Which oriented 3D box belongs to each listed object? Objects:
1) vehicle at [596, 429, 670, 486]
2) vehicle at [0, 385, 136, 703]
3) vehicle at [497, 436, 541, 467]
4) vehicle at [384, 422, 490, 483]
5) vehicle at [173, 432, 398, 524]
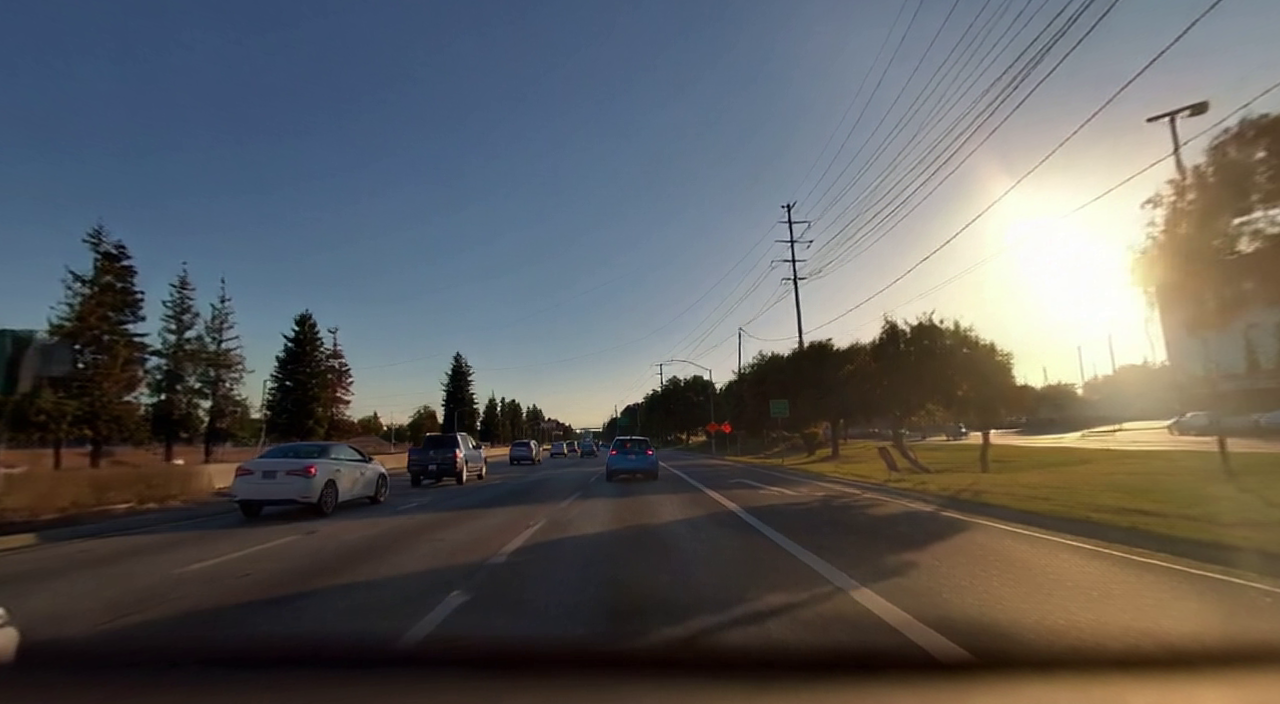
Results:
[{"bbox_3d":[-0.234,3.395,20.586,2.140,1.653,4.108,0,-8,-1],"label":"vehicle"},{"bbox_3d":[-3.159,0.605,0.209,2.174,1.510,4.636,0,-8,0],"label":"vehicle"},{"bbox_3d":[-7.289,5.988,38.339,1.914,1.756,4.179,0,-8,-1],"label":"vehicle"},{"bbox_3d":[-7.048,3.559,22.601,2.144,1.905,4.967,0,-8,0],"label":"vehicle"},{"bbox_3d":[-6.697,2.410,12.691,1.900,1.483,4.547,0,-8,0],"label":"vehicle"}]
